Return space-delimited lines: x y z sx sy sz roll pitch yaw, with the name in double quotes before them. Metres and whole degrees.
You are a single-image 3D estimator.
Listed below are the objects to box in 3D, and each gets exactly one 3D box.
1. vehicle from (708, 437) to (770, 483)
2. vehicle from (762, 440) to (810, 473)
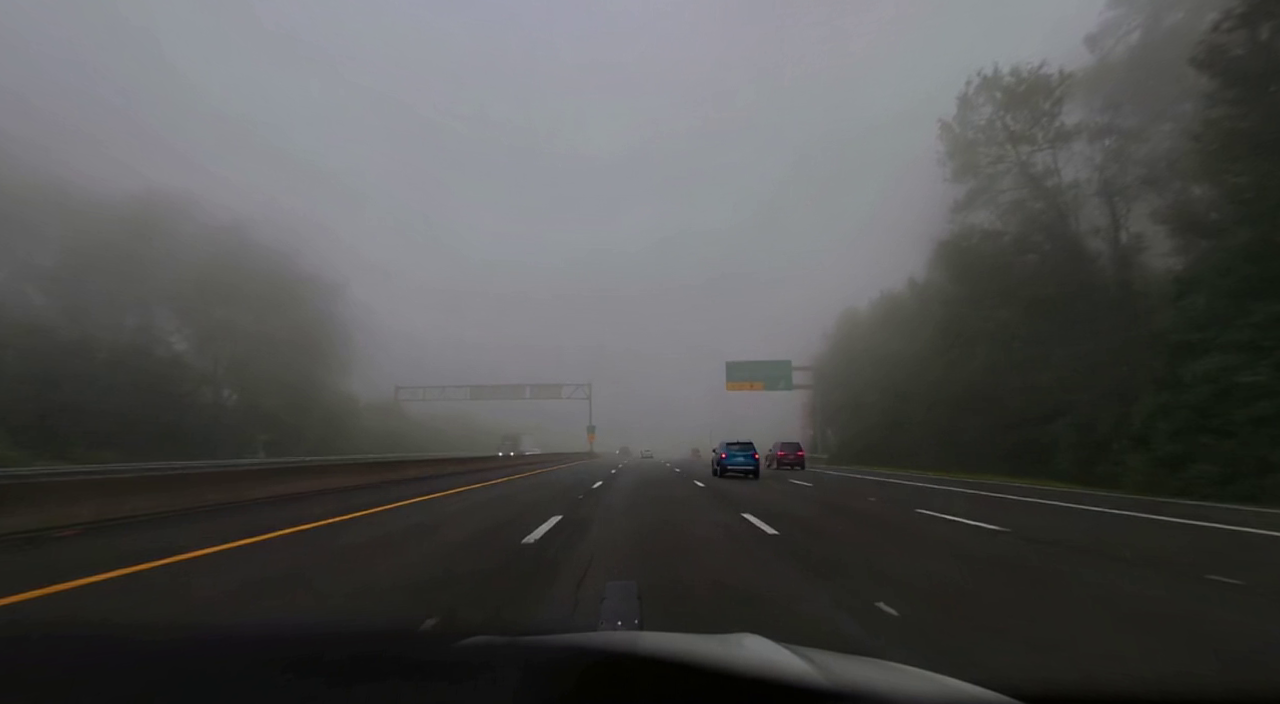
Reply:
"vehicle" 4.038 4.484 26.232 1.784 1.733 4.141 0 -9 -2
"vehicle" 8.642 6.222 37.483 1.898 1.798 3.805 0 -9 -1
